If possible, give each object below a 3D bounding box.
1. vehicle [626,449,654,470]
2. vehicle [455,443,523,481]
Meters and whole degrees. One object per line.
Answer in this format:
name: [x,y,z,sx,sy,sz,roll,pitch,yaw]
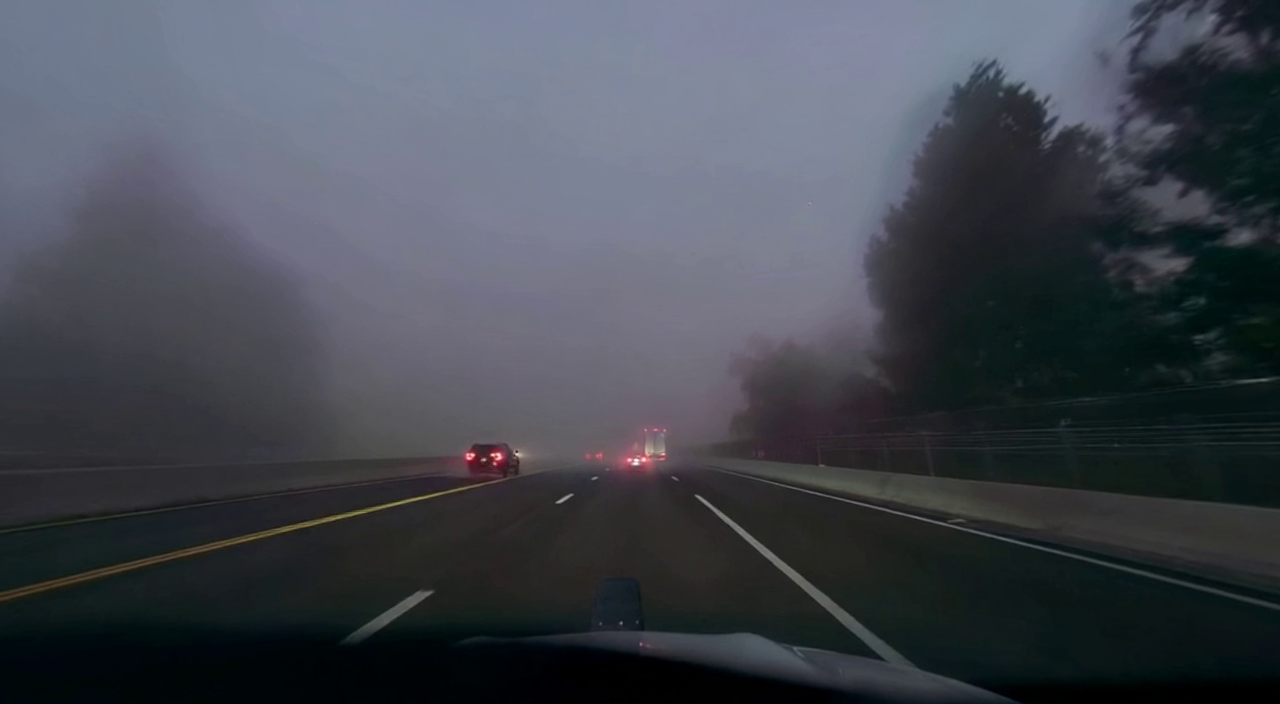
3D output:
vehicle: [-0.030,8.314,48.951,2.033,1.465,3.775,0,-9,-1]
vehicle: [-7.330,5.377,31.117,2.123,1.671,4.579,-1,-9,1]
